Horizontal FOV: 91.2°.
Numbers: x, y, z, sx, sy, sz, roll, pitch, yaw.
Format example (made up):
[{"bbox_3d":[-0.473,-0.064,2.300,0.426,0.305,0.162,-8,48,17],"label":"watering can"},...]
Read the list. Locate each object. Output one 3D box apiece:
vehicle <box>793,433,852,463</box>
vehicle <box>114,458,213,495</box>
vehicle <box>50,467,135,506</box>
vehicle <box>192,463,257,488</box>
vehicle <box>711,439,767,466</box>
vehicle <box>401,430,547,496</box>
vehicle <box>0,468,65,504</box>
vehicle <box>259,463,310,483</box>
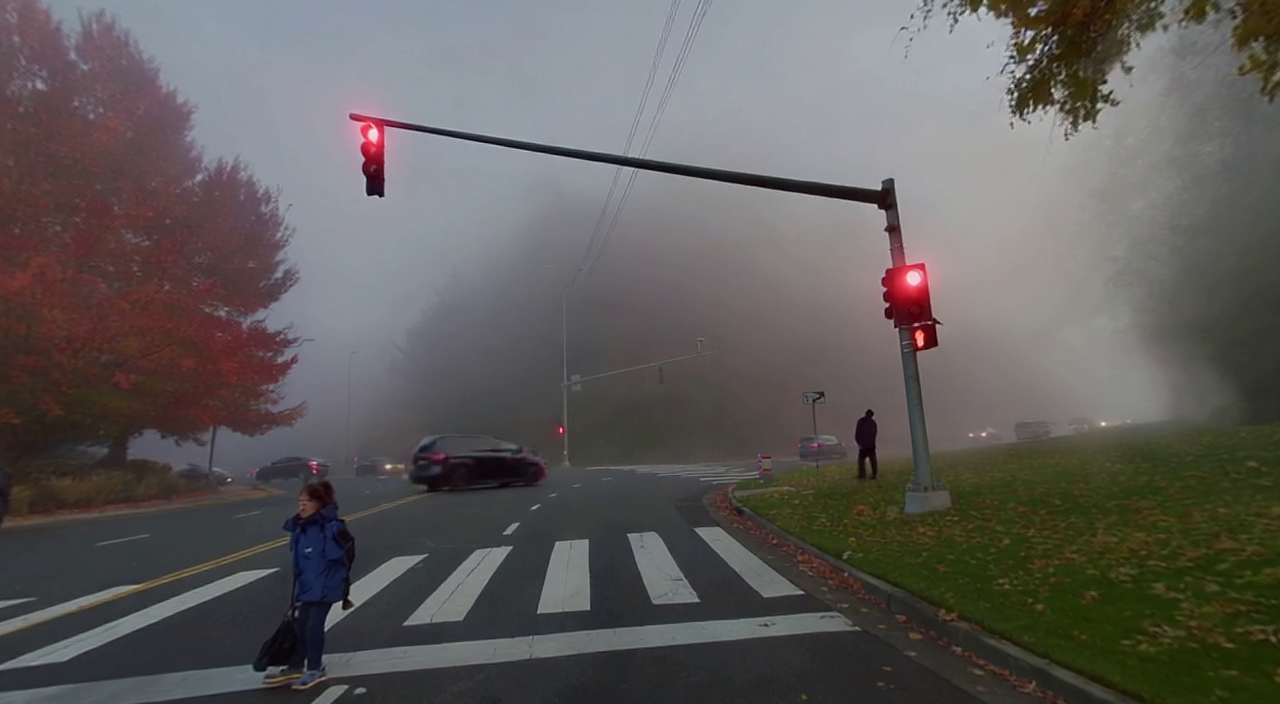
[{"bbox_3d":[11.879,6.233,40.689,1.988,1.853,4.314,-8,-11,40],"label":"vehicle"},{"bbox_3d":[-27.830,7.269,36.893,2.064,1.913,5.081,0,-9,-4],"label":"vehicle"},{"bbox_3d":[-25.399,6.220,29.260,1.694,1.528,4.225,3,-9,-23],"label":"vehicle"},{"bbox_3d":[-28.540,8.482,43.181,1.768,1.465,3.972,0,-9,-1],"label":"vehicle"},{"bbox_3d":[6.991,7.014,43.915,1.867,1.743,4.259,-8,-11,39],"label":"vehicle"},{"bbox_3d":[-5.370,3.617,20.756,1.942,1.920,4.263,-8,-11,39],"label":"vehicle"},{"bbox_3d":[-30.327,6.455,30.341,1.800,1.520,3.968,2,-9,-13],"label":"vehicle"},{"bbox_3d":[-28.133,9.582,49.741,1.776,1.452,3.920,0,-9,0],"label":"vehicle"}]
